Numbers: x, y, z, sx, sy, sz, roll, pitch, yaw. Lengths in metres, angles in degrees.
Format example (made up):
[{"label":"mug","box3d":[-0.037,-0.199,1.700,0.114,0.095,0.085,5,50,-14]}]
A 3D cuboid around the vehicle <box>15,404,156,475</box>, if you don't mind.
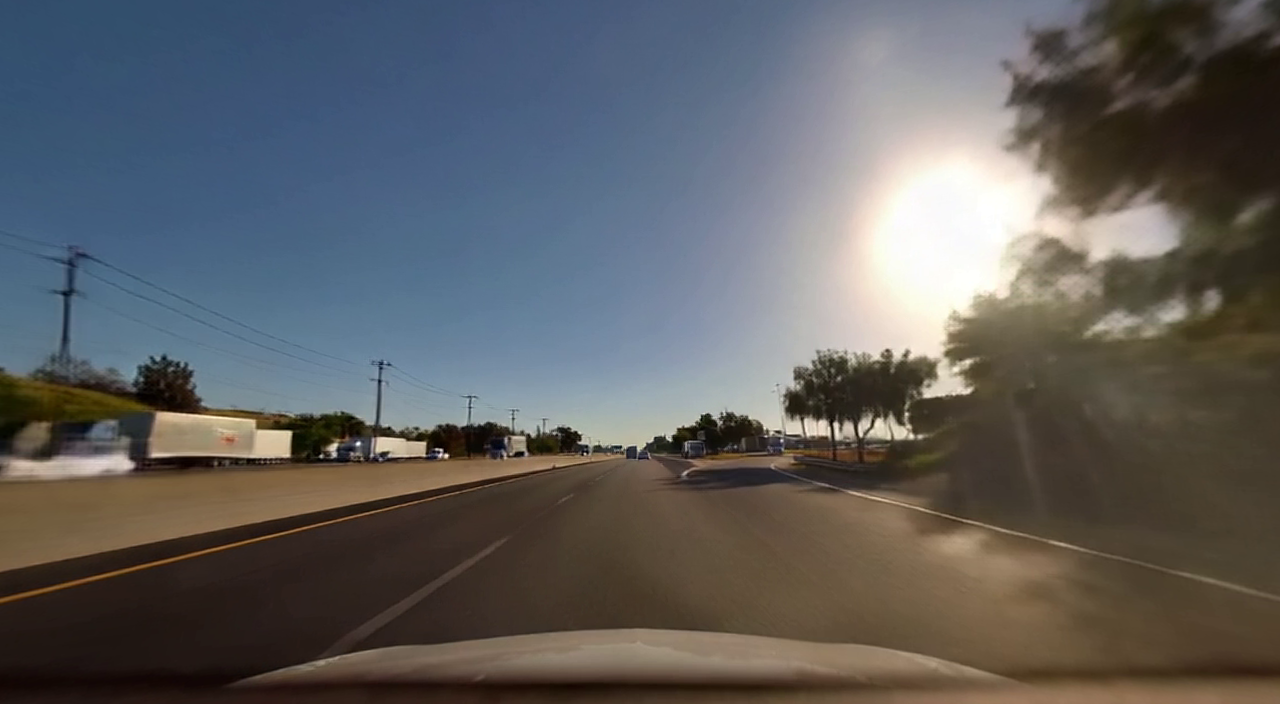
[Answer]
[{"label":"vehicle","box3d":[-35.030,5.607,40.014,2.875,4.025,6.567,-2,-8,0]}]
